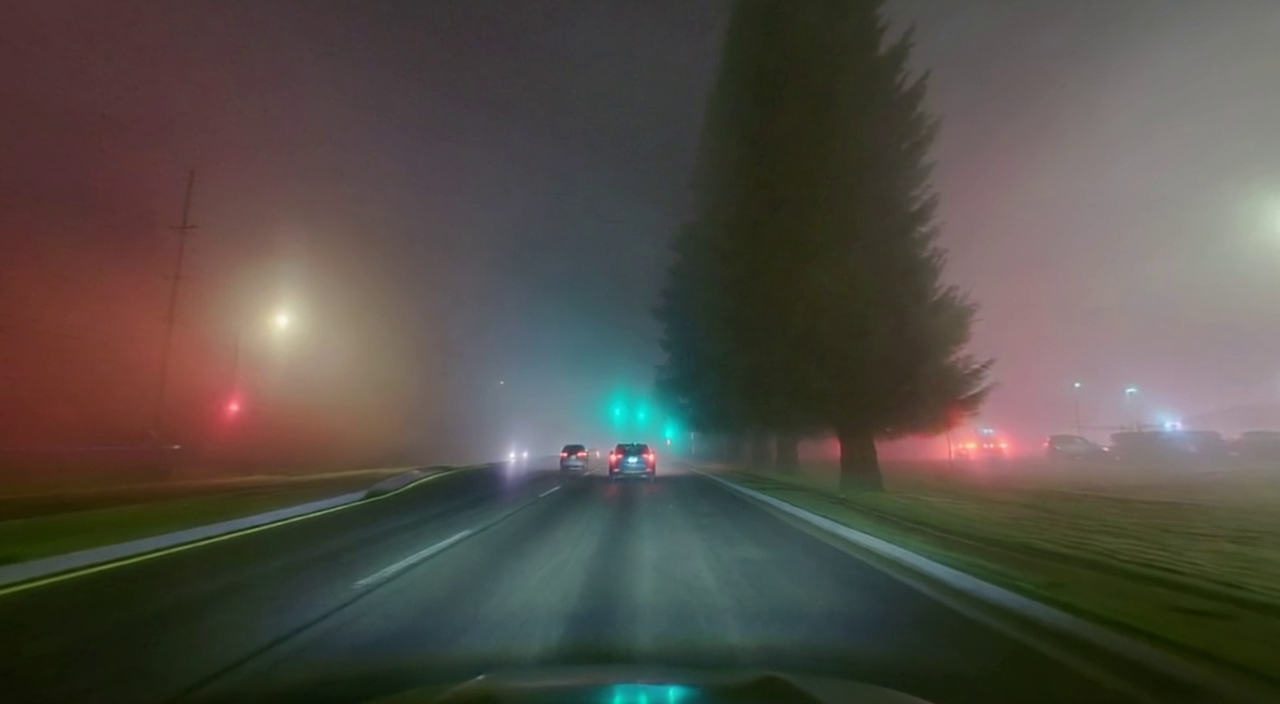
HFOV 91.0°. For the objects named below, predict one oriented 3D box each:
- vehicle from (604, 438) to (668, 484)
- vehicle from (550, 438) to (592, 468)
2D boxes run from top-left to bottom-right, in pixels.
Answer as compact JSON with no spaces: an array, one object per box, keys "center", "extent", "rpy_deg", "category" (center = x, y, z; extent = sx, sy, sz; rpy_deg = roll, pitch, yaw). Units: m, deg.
[{"center":[-0.128,4.210,24.668],"extent":[2.235,1.597,4.918],"rpy_deg":[0,-9,0],"category":"vehicle"},{"center":[-4.275,6.330,39.714],"extent":[2.189,1.776,4.342],"rpy_deg":[0,-9,0],"category":"vehicle"}]
